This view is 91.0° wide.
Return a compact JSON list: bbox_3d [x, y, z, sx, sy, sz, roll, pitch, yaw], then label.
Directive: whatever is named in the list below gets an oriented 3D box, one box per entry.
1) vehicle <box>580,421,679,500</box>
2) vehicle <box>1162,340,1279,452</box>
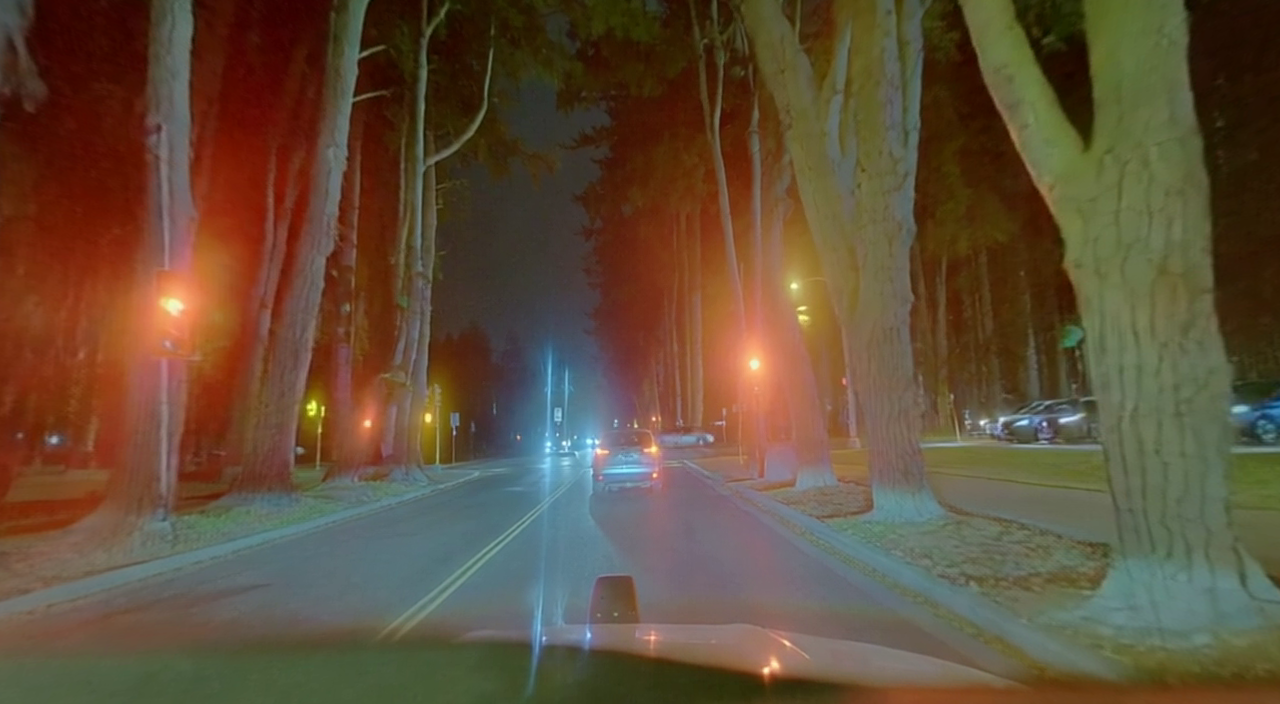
[{"bbox_3d":[-0.215,2.629,15.611,2.142,1.686,3.816,-1,-8,1],"label":"vehicle"},{"bbox_3d":[12.613,0.827,11.343,4.350,1.867,2.091,-1,-8,6],"label":"vehicle"}]
